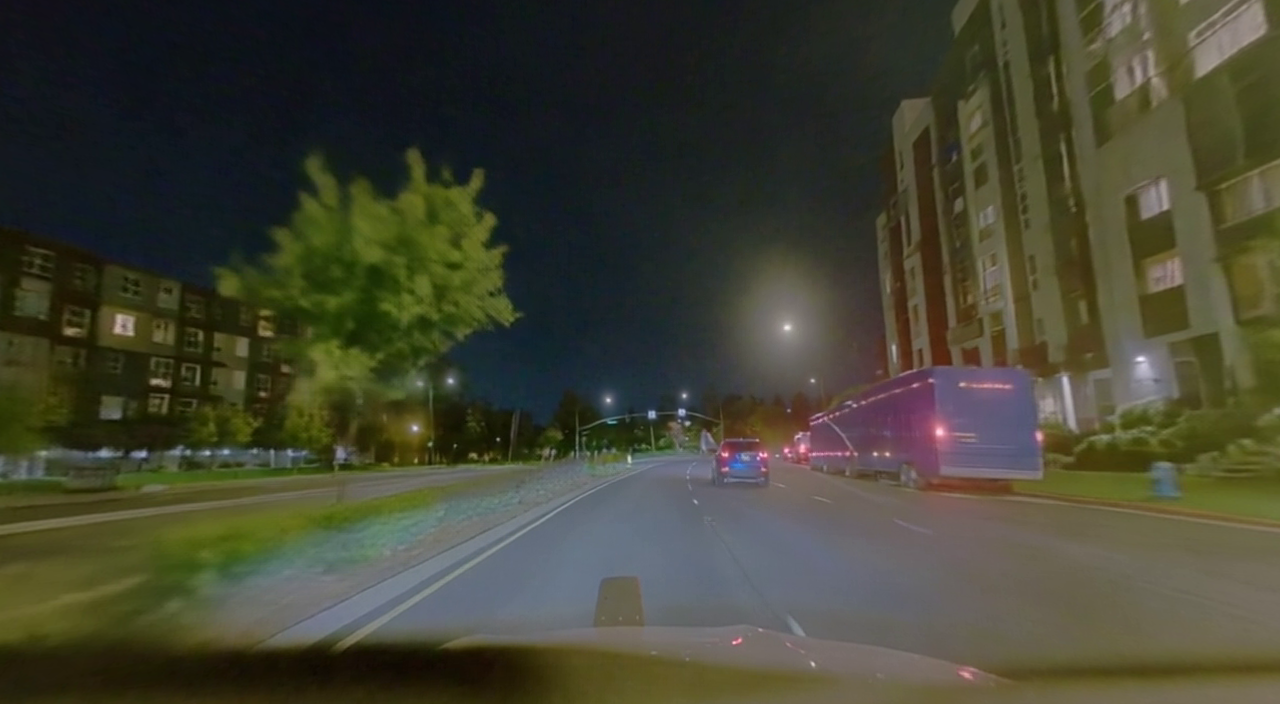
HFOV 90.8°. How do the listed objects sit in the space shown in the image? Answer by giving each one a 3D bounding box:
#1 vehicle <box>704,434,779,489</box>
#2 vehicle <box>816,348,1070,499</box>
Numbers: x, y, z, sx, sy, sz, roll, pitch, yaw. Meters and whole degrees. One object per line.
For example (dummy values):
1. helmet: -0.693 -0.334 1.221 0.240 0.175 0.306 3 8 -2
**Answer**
1. vehicle: 3.655 4.041 23.629 2.215 1.812 4.569 0 -9 2
2. vehicle: 10.882 3.340 26.683 2.887 4.158 18.418 -1 -9 4
